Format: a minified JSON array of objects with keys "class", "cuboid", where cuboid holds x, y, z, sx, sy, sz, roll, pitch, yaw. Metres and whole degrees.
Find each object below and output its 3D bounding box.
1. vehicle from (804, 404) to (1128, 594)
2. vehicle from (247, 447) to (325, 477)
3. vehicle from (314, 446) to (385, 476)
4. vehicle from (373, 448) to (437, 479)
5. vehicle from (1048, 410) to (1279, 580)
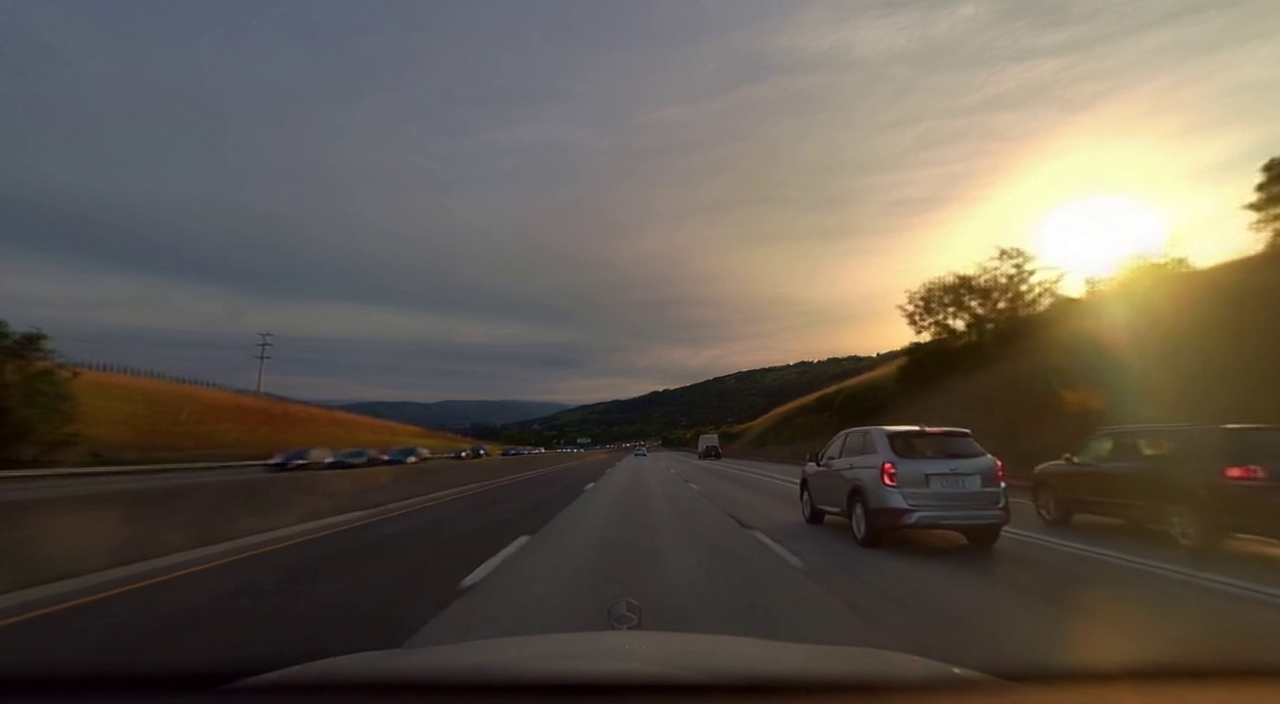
[{"class":"vehicle","cuboid":[3.572,1.677,7.934,1.784,1.733,4.141,0,-9,-1]},{"class":"vehicle","cuboid":[-18.476,5.732,32.904,1.856,1.495,3.726,0,-9,0]},{"class":"vehicle","cuboid":[-14.821,5.574,32.219,1.718,1.435,3.986,0,-9,0]},{"class":"vehicle","cuboid":[-11.040,5.244,29.707,1.608,1.362,3.878,0,-9,-1]},{"class":"vehicle","cuboid":[7.756,1.785,8.383,1.898,1.798,3.805,0,-9,-2]}]
